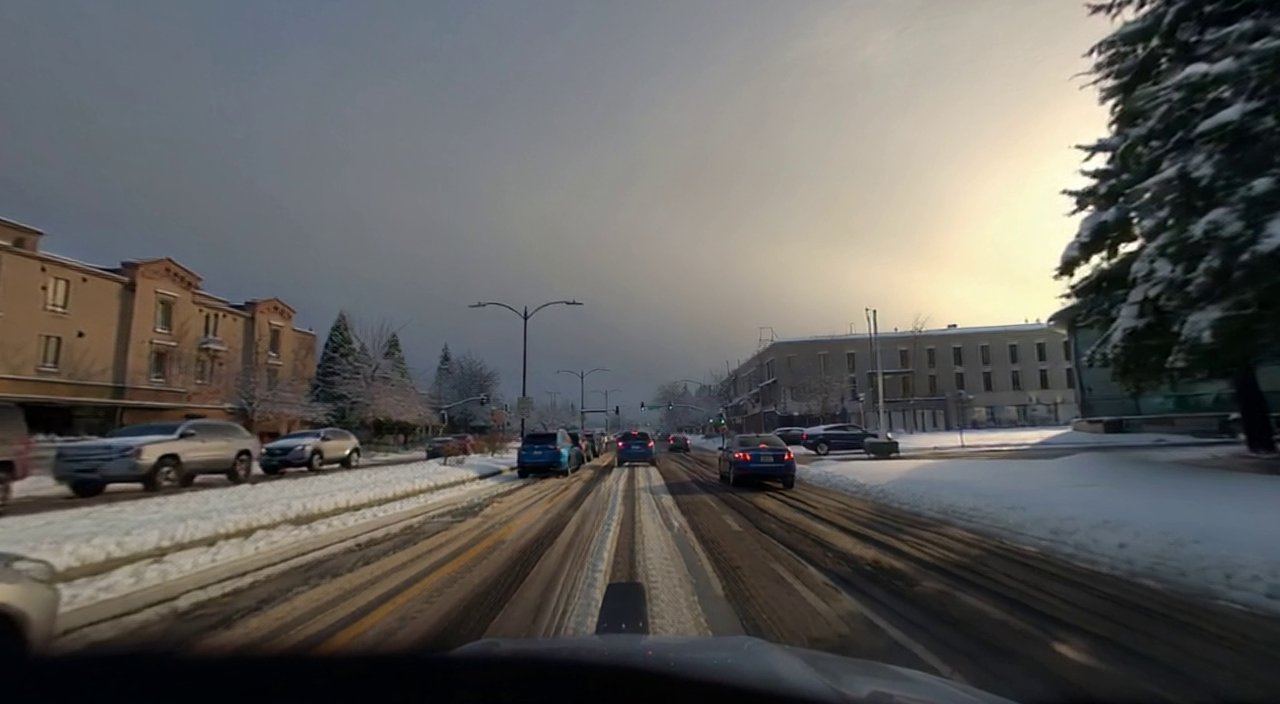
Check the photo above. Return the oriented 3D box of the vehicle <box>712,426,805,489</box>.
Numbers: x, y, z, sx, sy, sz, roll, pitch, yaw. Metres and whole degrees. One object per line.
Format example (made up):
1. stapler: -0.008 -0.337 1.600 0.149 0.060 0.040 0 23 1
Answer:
1. vehicle: 3.222 2.960 17.868 1.847 1.554 3.885 0 -8 0

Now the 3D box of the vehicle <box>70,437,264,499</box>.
1. vehicle: -12.577 3.090 17.147 1.824 1.447 4.442 0 -8 0

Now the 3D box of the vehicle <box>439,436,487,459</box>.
1. vehicle: -12.162 6.624 43.469 1.924 1.511 4.640 0 -8 0

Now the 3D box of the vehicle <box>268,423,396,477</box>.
1. vehicle: -12.222 3.953 25.489 2.245 1.908 5.613 0 -8 1

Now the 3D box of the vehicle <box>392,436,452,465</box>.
1. vehicle: -12.339 5.617 35.834 1.843 1.509 4.301 0 -8 1

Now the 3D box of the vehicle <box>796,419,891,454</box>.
1. vehicle: 12.289 5.142 38.070 4.991 1.978 2.090 -8 -12 43

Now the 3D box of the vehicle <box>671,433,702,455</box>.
1. vehicle: 3.296 6.614 45.174 1.948 1.475 4.093 0 -8 0

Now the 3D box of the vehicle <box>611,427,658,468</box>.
1. vehicle: -0.197 4.365 28.757 2.022 1.700 4.084 0 -8 1

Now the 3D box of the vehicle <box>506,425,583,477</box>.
1. vehicle: -3.408 3.631 23.222 2.047 1.710 4.314 0 -8 2

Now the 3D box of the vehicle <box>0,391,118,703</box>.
1. vehicle: -3.389 0.622 0.481 2.094 1.483 4.510 0 -8 0
